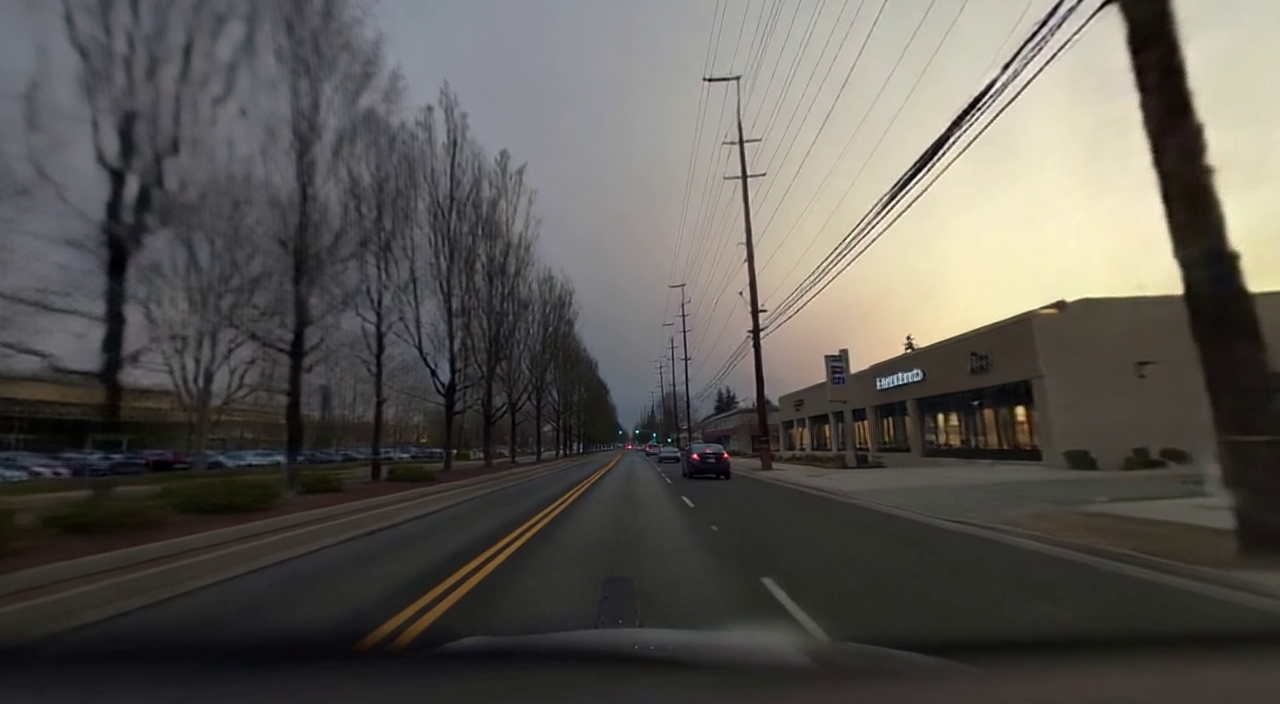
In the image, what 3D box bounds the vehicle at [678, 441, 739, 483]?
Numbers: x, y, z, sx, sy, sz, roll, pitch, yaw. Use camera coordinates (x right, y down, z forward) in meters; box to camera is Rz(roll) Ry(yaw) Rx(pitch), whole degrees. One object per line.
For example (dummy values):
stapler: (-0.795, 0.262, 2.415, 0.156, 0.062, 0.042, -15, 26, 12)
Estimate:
vehicle: (2.634, 4.330, 25.129, 1.975, 1.497, 3.647, 0, -9, -1)
